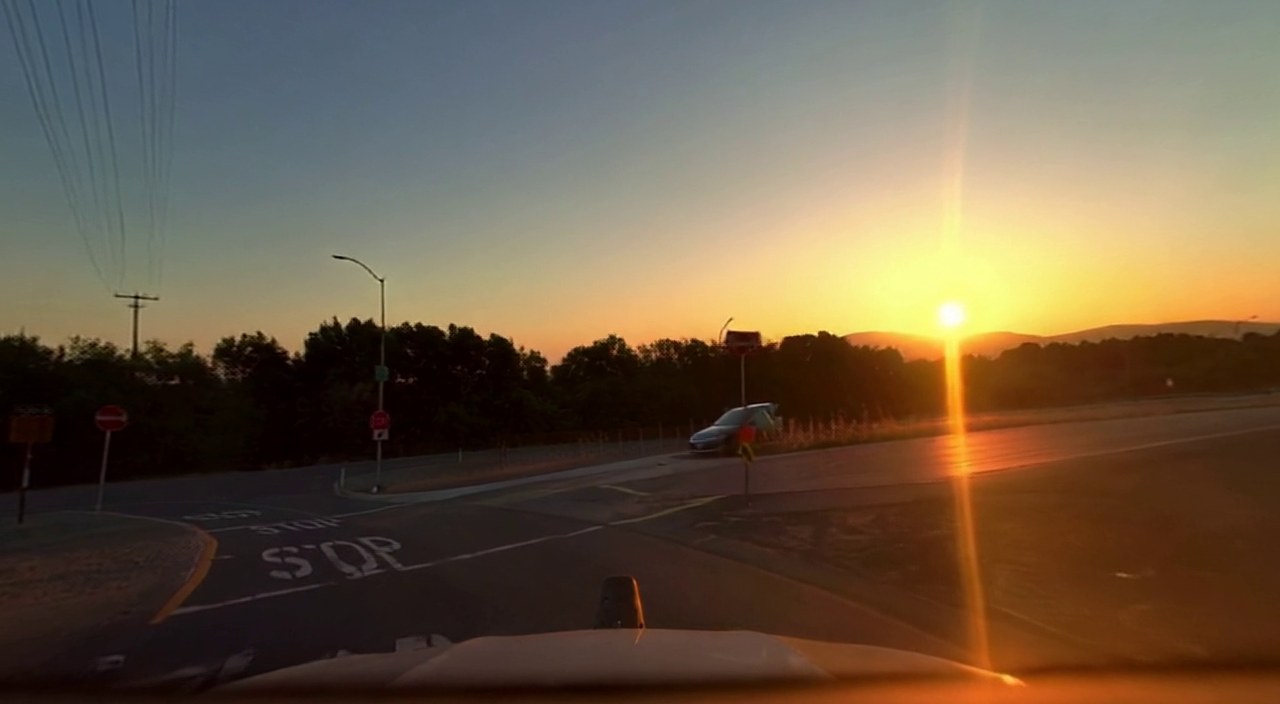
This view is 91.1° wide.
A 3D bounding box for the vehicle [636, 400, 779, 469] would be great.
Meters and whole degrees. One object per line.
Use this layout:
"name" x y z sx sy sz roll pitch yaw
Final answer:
"vehicle" 2.308 2.711 20.940 4.403 1.574 1.914 -5 -5 -37
